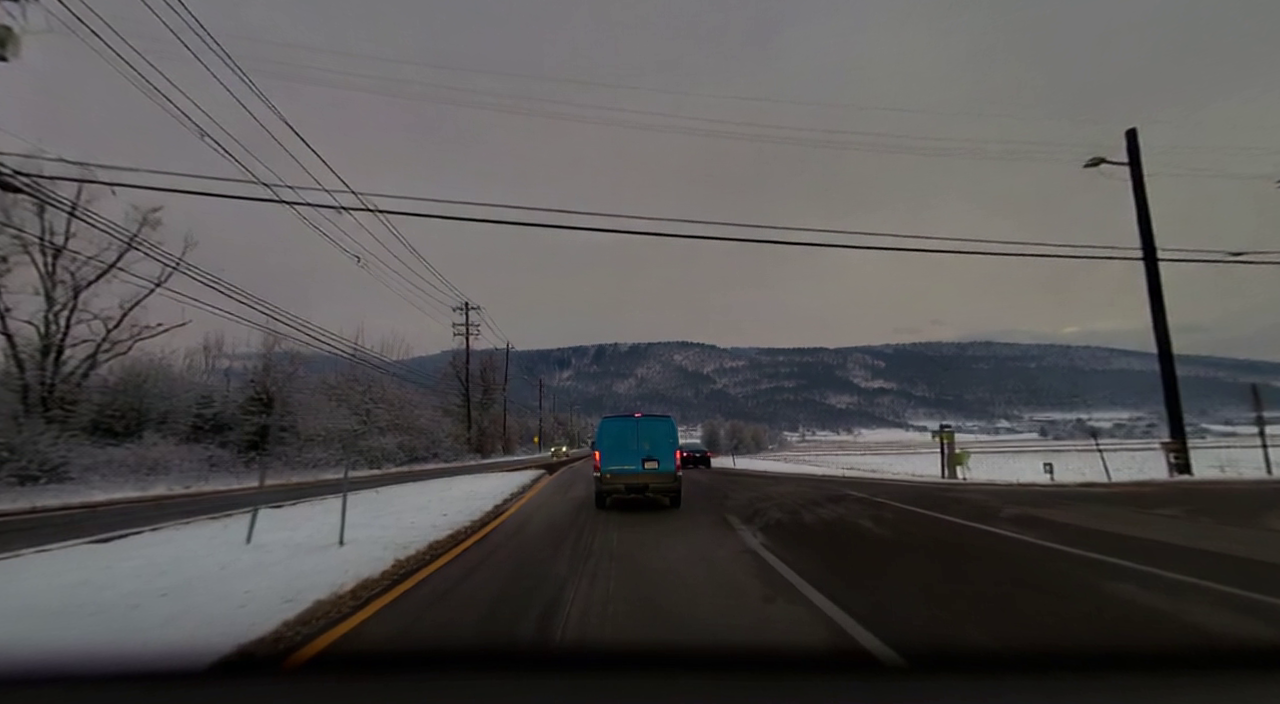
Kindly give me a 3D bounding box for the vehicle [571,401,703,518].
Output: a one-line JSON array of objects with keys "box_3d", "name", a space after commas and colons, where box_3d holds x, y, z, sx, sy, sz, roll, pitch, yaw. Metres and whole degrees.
[{"box_3d": [-0.131, 2.343, 14.054, 2.454, 2.144, 4.535, 0, -9, -2], "name": "vehicle"}]
